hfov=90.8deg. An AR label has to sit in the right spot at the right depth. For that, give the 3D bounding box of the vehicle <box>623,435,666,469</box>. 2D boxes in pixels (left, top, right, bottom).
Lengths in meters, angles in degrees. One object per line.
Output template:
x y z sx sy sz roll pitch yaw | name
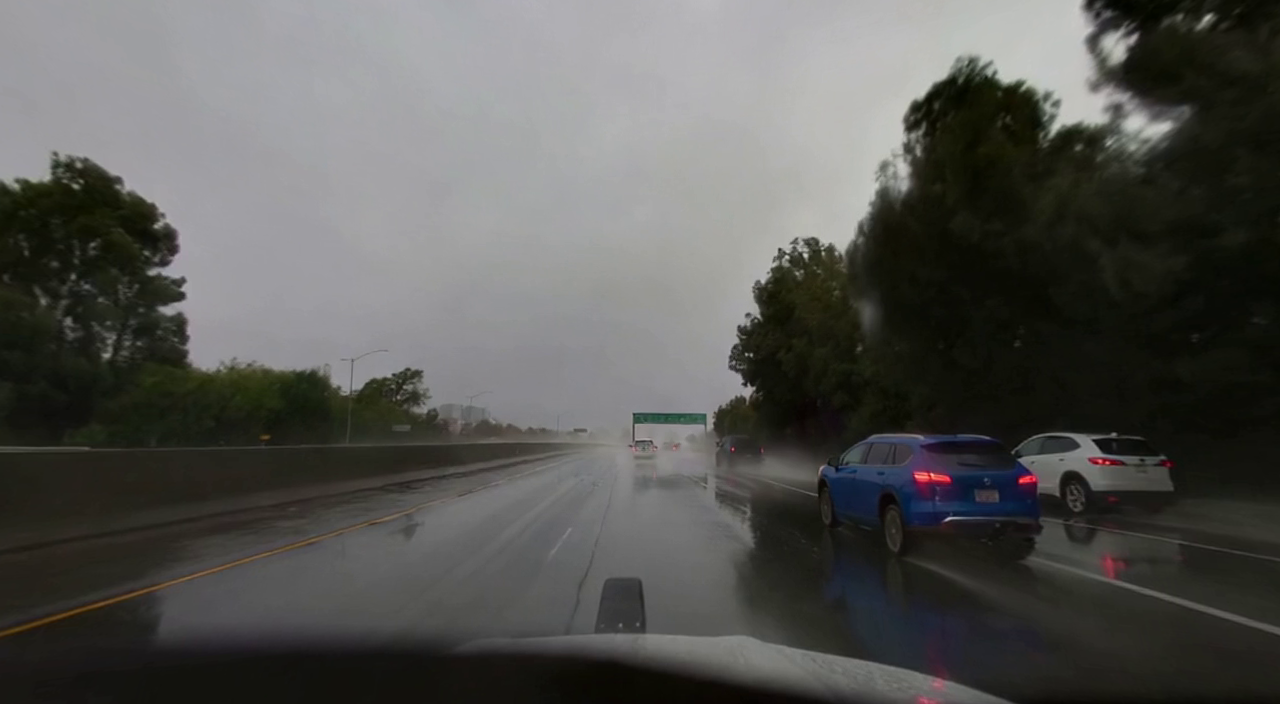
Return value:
0.178 5.641 35.916 2.181 1.768 4.383 0 -8 -2 | vehicle

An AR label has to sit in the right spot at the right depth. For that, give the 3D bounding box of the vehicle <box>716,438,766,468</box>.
7.859 7.930 49.915 2.526 2.230 6.190 1 -8 -4 | vehicle

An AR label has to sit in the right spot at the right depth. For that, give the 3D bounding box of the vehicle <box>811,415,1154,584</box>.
4.016 1.774 8.520 2.097 1.659 4.320 0 -8 -2 | vehicle

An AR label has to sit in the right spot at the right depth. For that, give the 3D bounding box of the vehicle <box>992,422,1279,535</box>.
9.765 2.493 13.152 1.967 1.816 4.775 3 -8 -3 | vehicle
